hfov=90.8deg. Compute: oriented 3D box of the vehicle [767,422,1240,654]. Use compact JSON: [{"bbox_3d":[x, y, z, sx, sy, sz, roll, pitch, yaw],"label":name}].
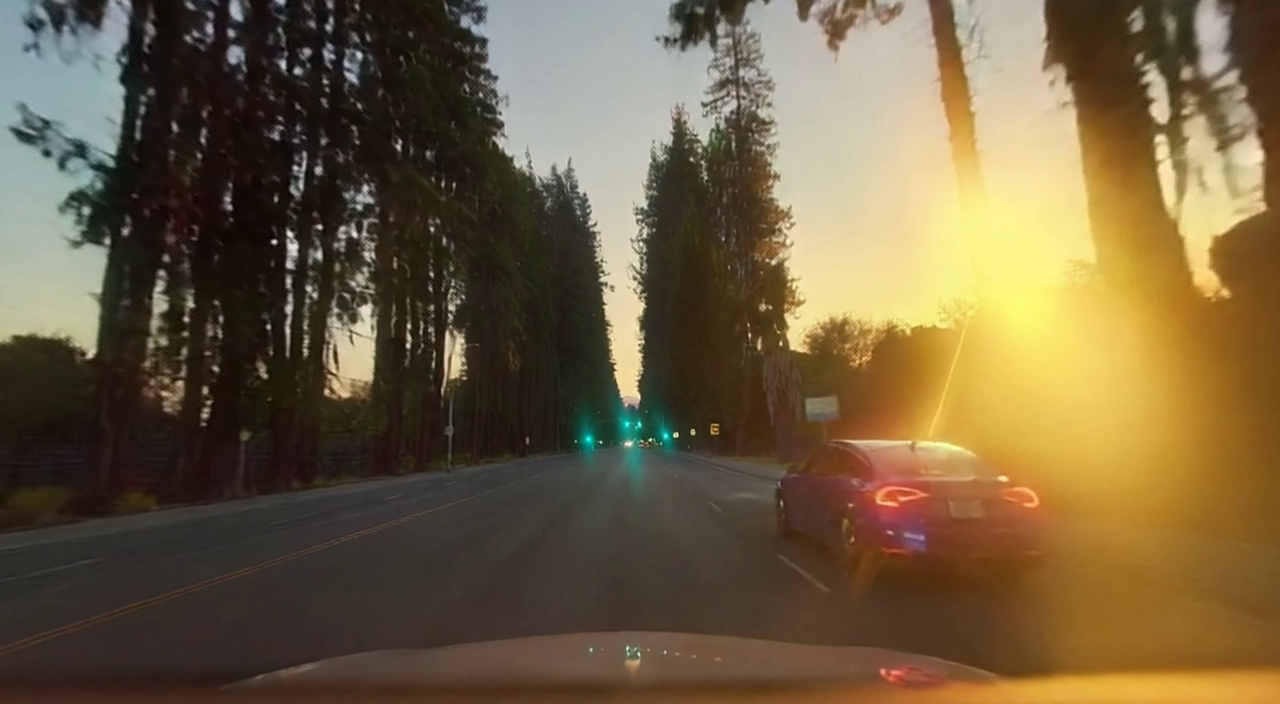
[{"bbox_3d":[2.789,1.526,6.345,2.042,1.469,4.470,0,-8,-1],"label":"vehicle"}]
